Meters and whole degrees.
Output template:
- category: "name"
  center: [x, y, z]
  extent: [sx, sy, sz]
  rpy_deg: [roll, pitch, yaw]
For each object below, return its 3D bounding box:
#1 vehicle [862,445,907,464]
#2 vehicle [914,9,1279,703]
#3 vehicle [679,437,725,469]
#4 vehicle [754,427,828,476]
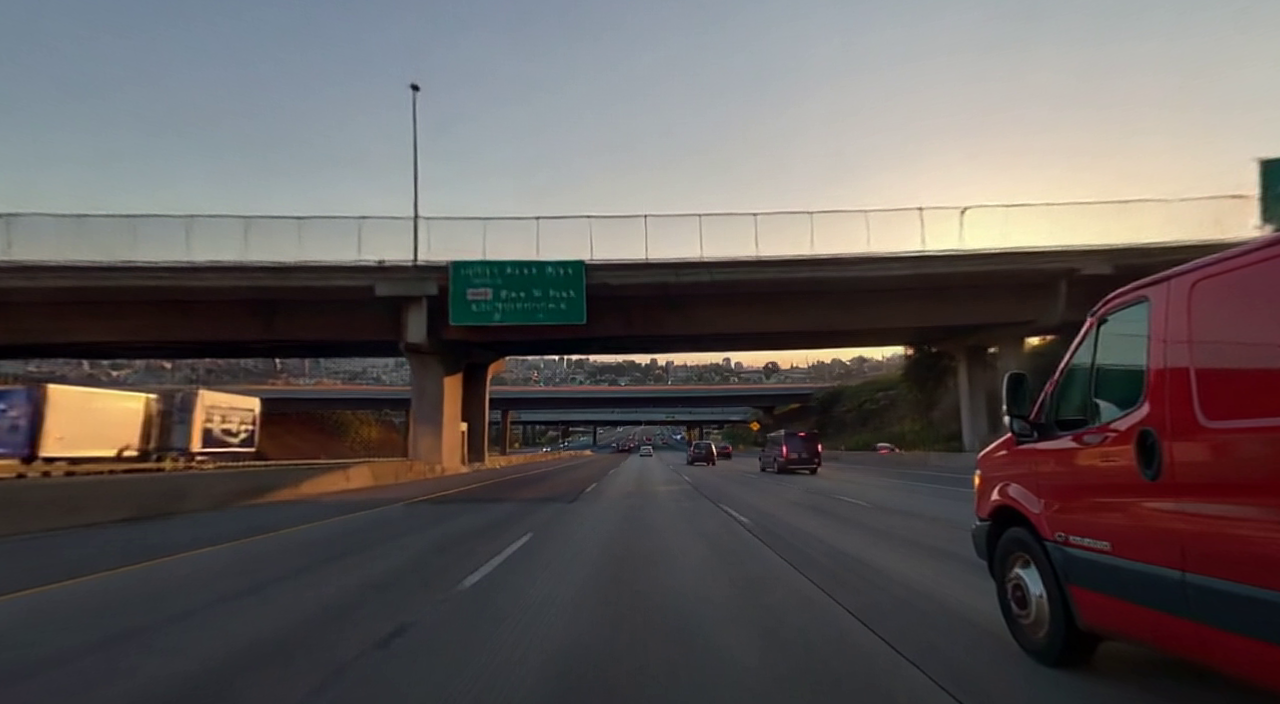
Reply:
- category: "vehicle"
  center: [19.020, 7.962, 49.178]
  extent: [1.802, 1.463, 4.148]
  rpy_deg: [0, -8, -1]
- category: "vehicle"
  center: [3.286, 0.131, 1.059]
  extent: [2.436, 2.745, 7.034]
  rpy_deg: [0, -8, 0]
- category: "vehicle"
  center: [4.101, 6.784, 42.650]
  extent: [2.464, 1.961, 5.520]
  rpy_deg: [0, -8, -1]
- category: "vehicle"
  center: [7.441, 4.974, 31.748]
  extent: [2.301, 2.203, 5.419]
  rpy_deg: [0, -8, -1]
